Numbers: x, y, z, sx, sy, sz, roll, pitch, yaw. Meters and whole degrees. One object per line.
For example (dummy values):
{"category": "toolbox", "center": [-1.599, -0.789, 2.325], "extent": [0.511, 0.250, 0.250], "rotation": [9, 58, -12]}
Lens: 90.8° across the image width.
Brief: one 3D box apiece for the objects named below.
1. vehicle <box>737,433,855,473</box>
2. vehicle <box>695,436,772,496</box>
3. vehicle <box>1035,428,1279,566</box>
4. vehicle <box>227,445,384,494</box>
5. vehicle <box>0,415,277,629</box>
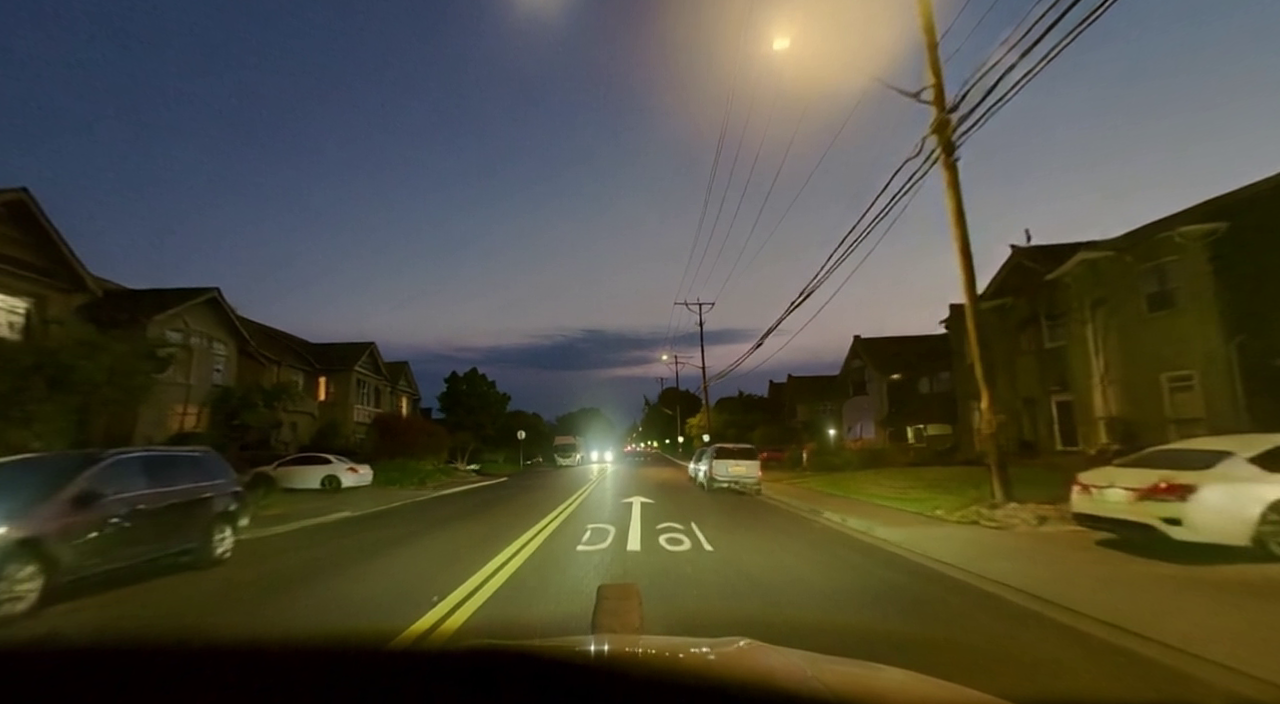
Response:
{"category": "vehicle", "center": [7.646, 5.013, 31.381], "extent": [5.288, 1.871, 2.148], "rotation": [0, -8, 1]}
{"category": "vehicle", "center": [3.007, 3.757, 21.124], "extent": [1.945, 1.792, 3.903], "rotation": [0, -8, -1]}
{"category": "vehicle", "center": [7.869, 1.704, 7.831], "extent": [4.511, 1.438, 2.116], "rotation": [0, -8, -1]}
{"category": "vehicle", "center": [-11.898, 4.193, 22.720], "extent": [4.480, 1.665, 1.930], "rotation": [0, -8, -1]}
{"category": "vehicle", "center": [-6.373, 1.753, 7.024], "extent": [2.056, 1.741, 4.532], "rotation": [-2, -10, -1]}
